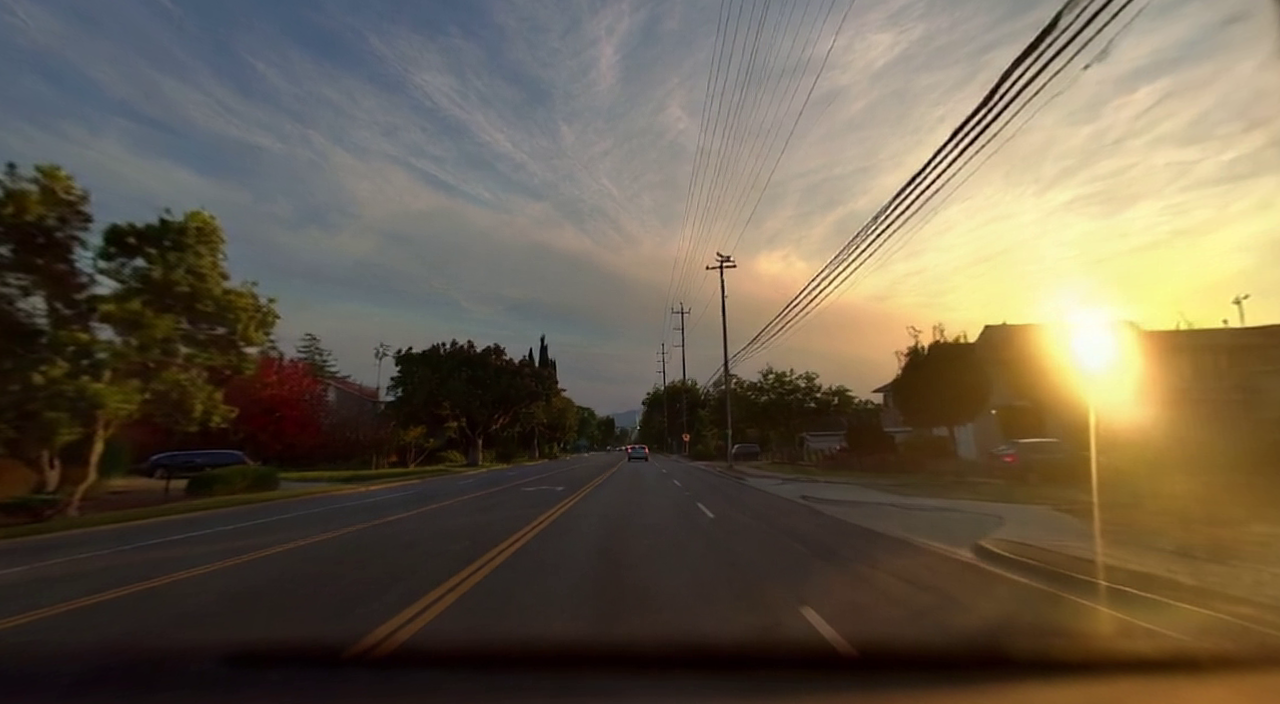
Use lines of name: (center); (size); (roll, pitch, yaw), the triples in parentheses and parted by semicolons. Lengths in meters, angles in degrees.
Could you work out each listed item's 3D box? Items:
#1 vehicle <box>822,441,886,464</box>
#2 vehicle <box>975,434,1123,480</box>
vehicle: (16.303, 7.709, 48.186); (4.153, 1.442, 1.822); (-3, -12, 0)
vehicle: (14.393, 3.719, 22.322); (3.855, 1.548, 1.937); (0, -9, -2)
